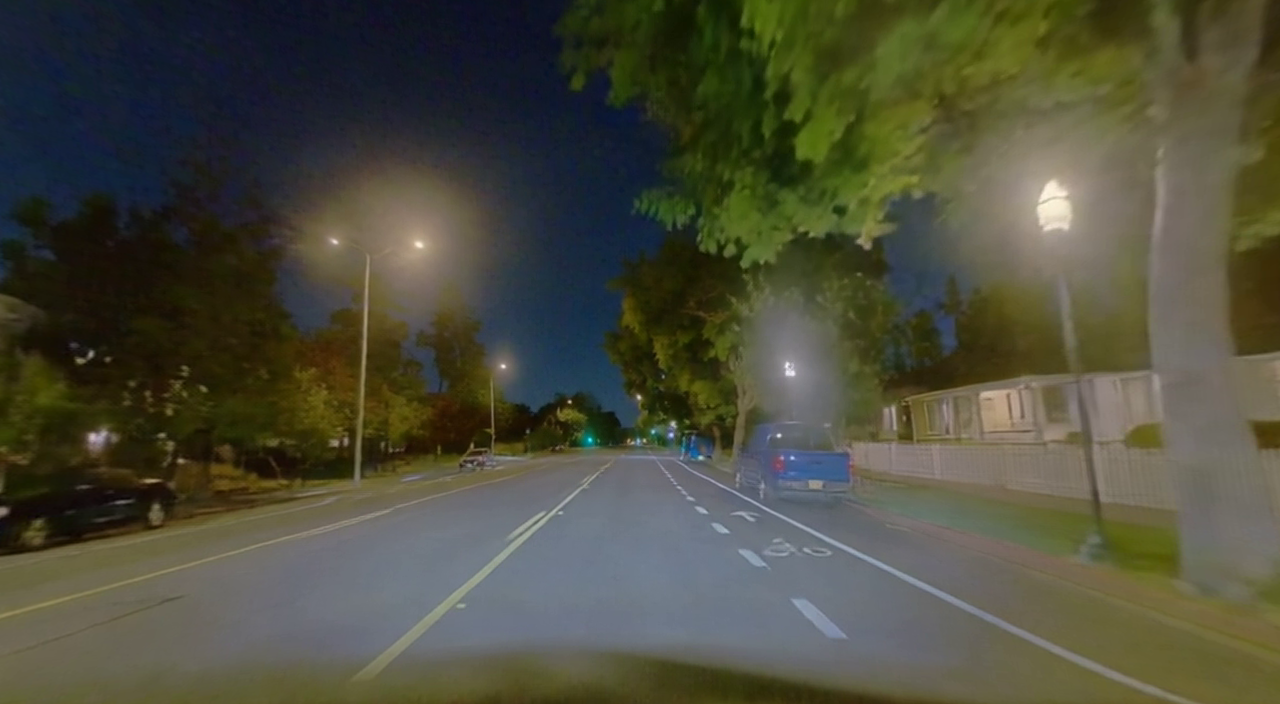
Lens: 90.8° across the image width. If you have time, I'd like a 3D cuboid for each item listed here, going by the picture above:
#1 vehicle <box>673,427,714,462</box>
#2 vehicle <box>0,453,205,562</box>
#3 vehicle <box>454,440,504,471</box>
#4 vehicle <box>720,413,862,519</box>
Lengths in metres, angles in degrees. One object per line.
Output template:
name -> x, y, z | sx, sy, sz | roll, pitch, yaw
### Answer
vehicle -> 3.933, 6.947, 47.474 | 2.459, 2.452, 5.731 | 0, -8, -1
vehicle -> -10.792, 2.797, 11.866 | 2.049, 1.527, 4.677 | -4, -8, -1
vehicle -> -11.235, 7.245, 44.463 | 2.301, 1.855, 4.983 | -4, -8, -1
vehicle -> 3.733, 2.949, 17.032 | 2.504, 2.114, 6.073 | 5, -8, 3
